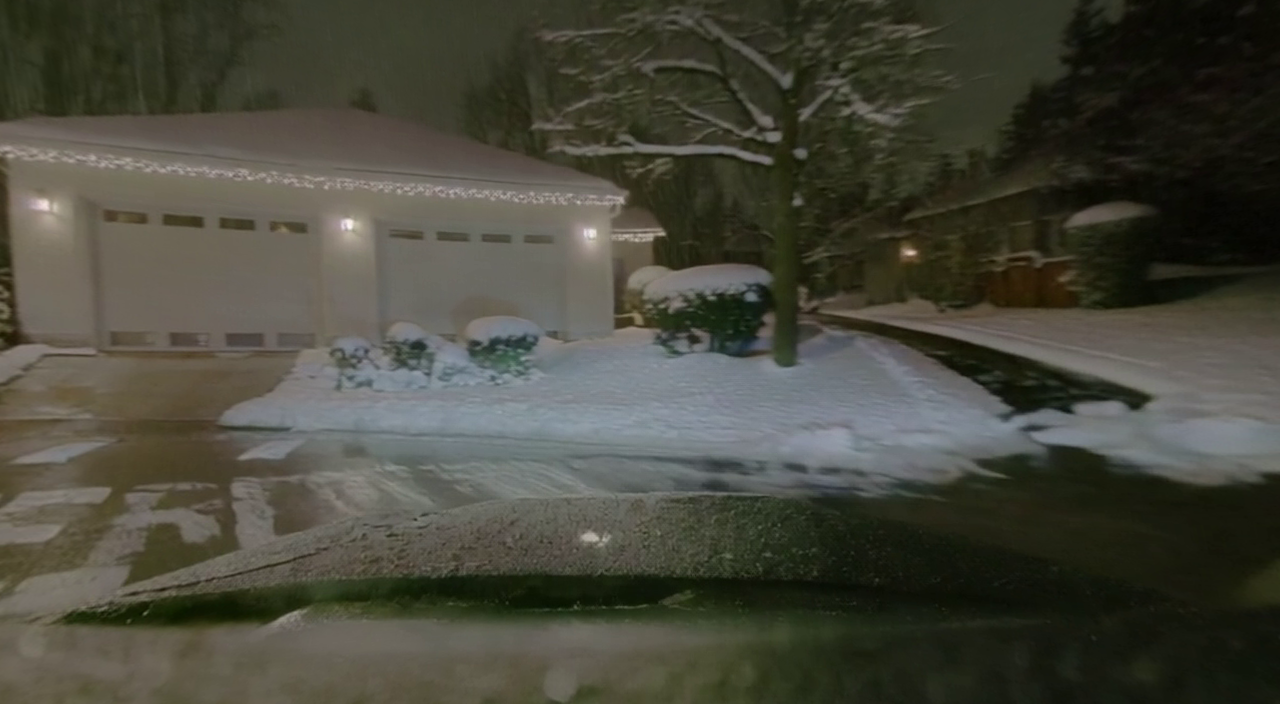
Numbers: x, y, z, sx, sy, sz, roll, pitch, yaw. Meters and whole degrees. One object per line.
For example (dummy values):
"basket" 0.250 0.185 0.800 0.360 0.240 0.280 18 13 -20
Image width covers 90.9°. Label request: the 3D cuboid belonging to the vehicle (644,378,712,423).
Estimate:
"vehicle" 1.284 1.873 23.370 1.860 1.477 4.629 1 -7 -5
